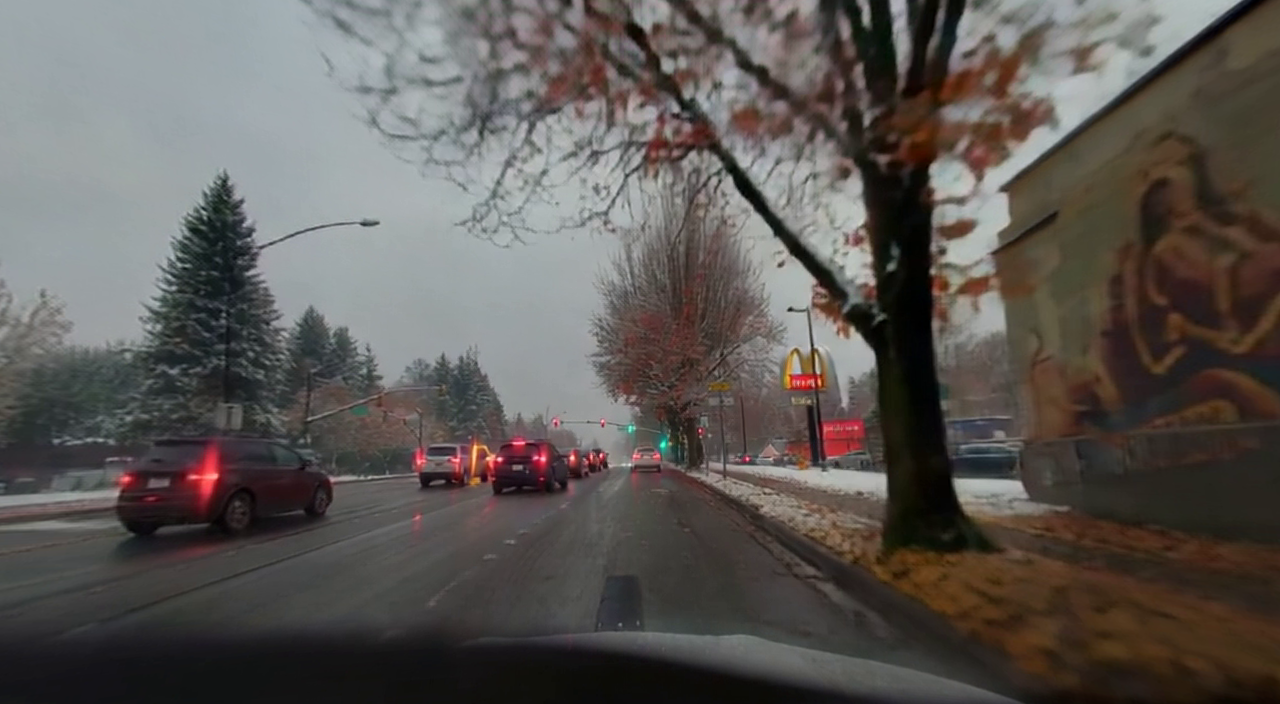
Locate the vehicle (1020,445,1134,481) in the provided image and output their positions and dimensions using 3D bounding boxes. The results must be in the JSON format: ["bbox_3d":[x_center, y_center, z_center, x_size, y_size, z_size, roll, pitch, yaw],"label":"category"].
[{"bbox_3d":[19.893,5.029,28.945,1.938,1.490,4.750,0,-9,2],"label":"vehicle"}]

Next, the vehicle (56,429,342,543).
[{"bbox_3d":[-7.364,2.250,11.221,1.932,1.596,4.247,0,-9,1],"label":"vehicle"}]

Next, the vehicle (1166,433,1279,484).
[{"bbox_3d":[20.114,3.435,20.364,1.899,1.521,4.410,2,-9,-13],"label":"vehicle"}]

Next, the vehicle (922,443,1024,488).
[{"bbox_3d":[14.125,4.820,27.072,1.963,1.703,4.447,1,-9,0],"label":"vehicle"}]

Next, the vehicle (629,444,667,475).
[{"bbox_3d":[0.469,6.292,37.009,2.144,1.704,4.028,0,-9,1],"label":"vehicle"}]

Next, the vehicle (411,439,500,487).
[{"bbox_3d":[-7.204,4.382,25.147,2.069,1.719,4.441,0,-9,2],"label":"vehicle"}]

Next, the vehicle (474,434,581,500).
[{"bbox_3d":[-3.115,3.309,18.490,2.165,1.663,4.513,0,-9,2],"label":"vehicle"}]
